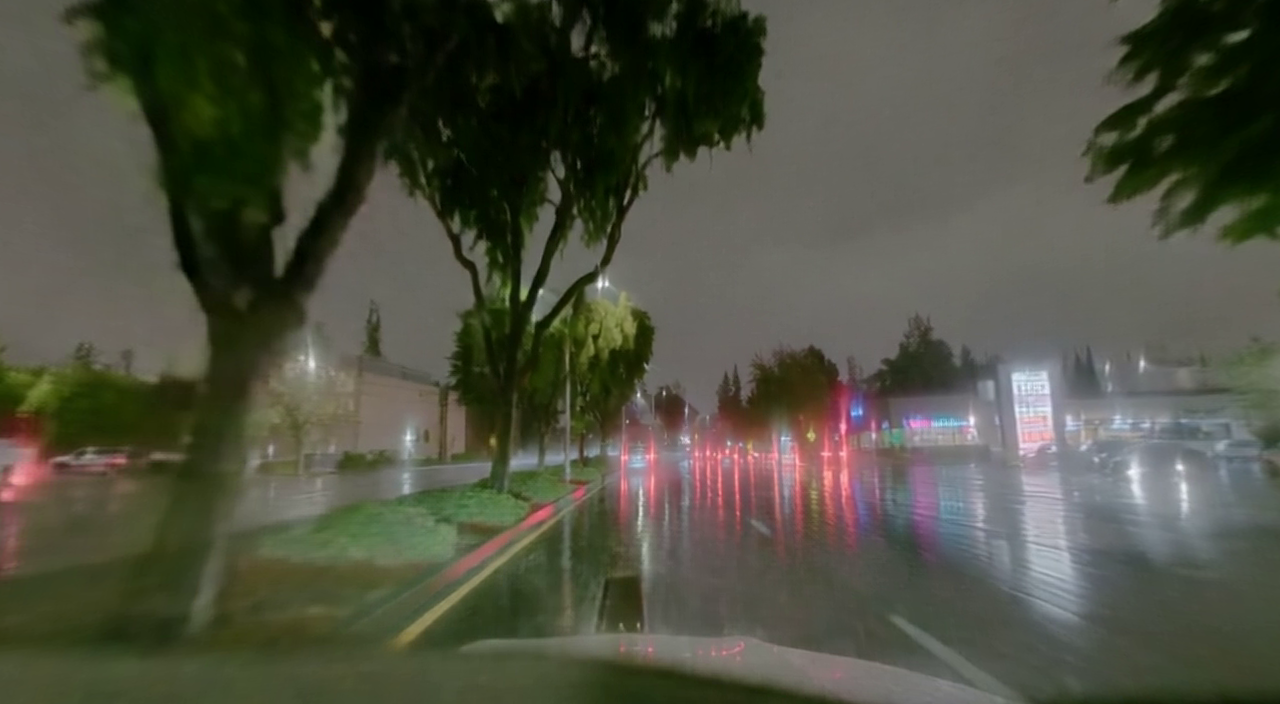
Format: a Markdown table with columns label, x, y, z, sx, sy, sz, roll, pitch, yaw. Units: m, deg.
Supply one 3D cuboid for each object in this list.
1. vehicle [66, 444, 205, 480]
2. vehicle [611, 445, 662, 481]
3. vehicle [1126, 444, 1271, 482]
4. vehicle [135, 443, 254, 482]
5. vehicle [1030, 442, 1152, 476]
| label | x | y | z | sx | sy | sz | roll | pitch | yaw |
| --- | --- | --- | --- | --- | --- | --- | --- | --- | --- |
| vehicle | -31.678 | 6.889 | 40.003 | 2.154 | 2.021 | 6.409 | -5 | -10 | 28 |
| vehicle | -0.077 | 4.893 | 28.070 | 2.095 | 1.456 | 3.873 | -1 | -9 | 2 |
| vehicle | 21.285 | 4.248 | 24.202 | 3.811 | 1.355 | 1.823 | 0 | -9 | -1 |
| vehicle | -24.375 | 6.017 | 34.717 | 5.104 | 1.947 | 2.106 | 6 | -11 | -36 |
| vehicle | 21.170 | 5.005 | 29.783 | 4.197 | 1.505 | 1.915 | 0 | -8 | 1 |
